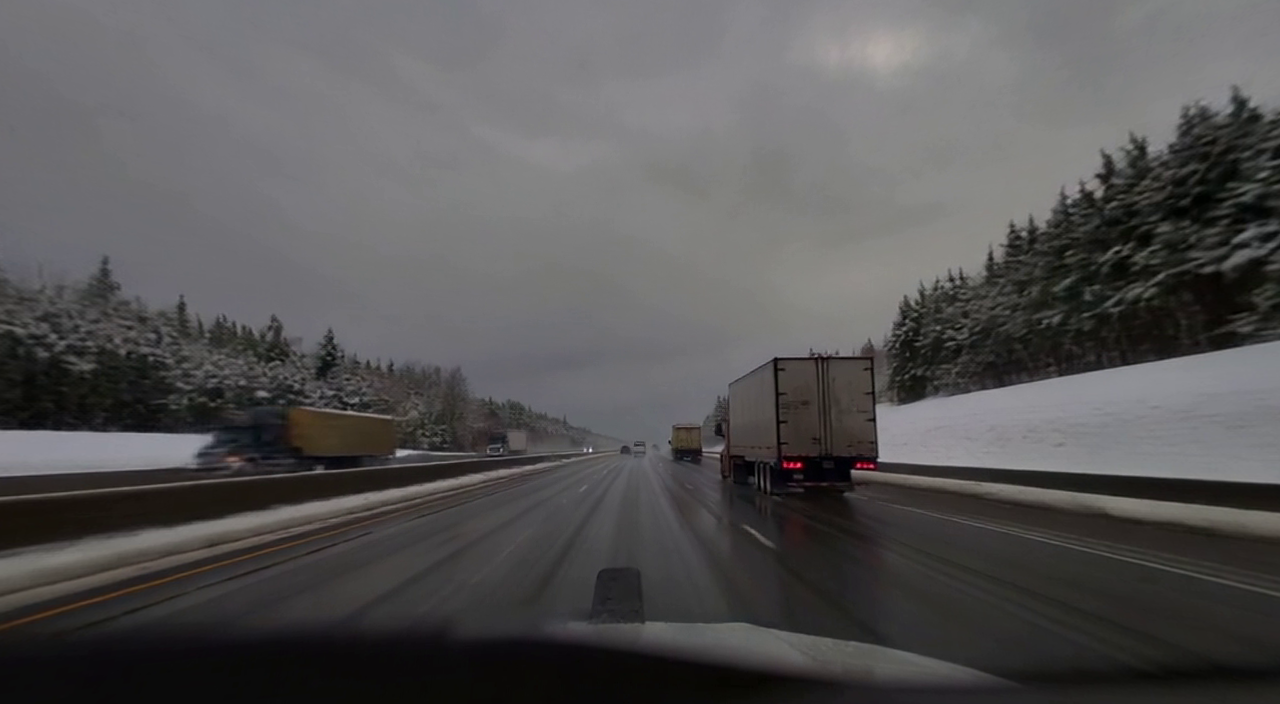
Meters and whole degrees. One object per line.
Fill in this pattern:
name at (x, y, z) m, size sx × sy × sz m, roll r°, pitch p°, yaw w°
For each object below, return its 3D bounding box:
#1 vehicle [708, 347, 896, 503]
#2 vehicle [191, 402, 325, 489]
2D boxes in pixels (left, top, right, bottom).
vehicle at (4.473, 2.562, 20.519) m, size 3.032 × 3.785 × 10.333 m, roll 0°, pitch -9°, yaw -2°
vehicle at (-19.141, 4.787, 32.163) m, size 2.998 × 3.999 × 5.853 m, roll 0°, pitch -9°, yaw 0°
